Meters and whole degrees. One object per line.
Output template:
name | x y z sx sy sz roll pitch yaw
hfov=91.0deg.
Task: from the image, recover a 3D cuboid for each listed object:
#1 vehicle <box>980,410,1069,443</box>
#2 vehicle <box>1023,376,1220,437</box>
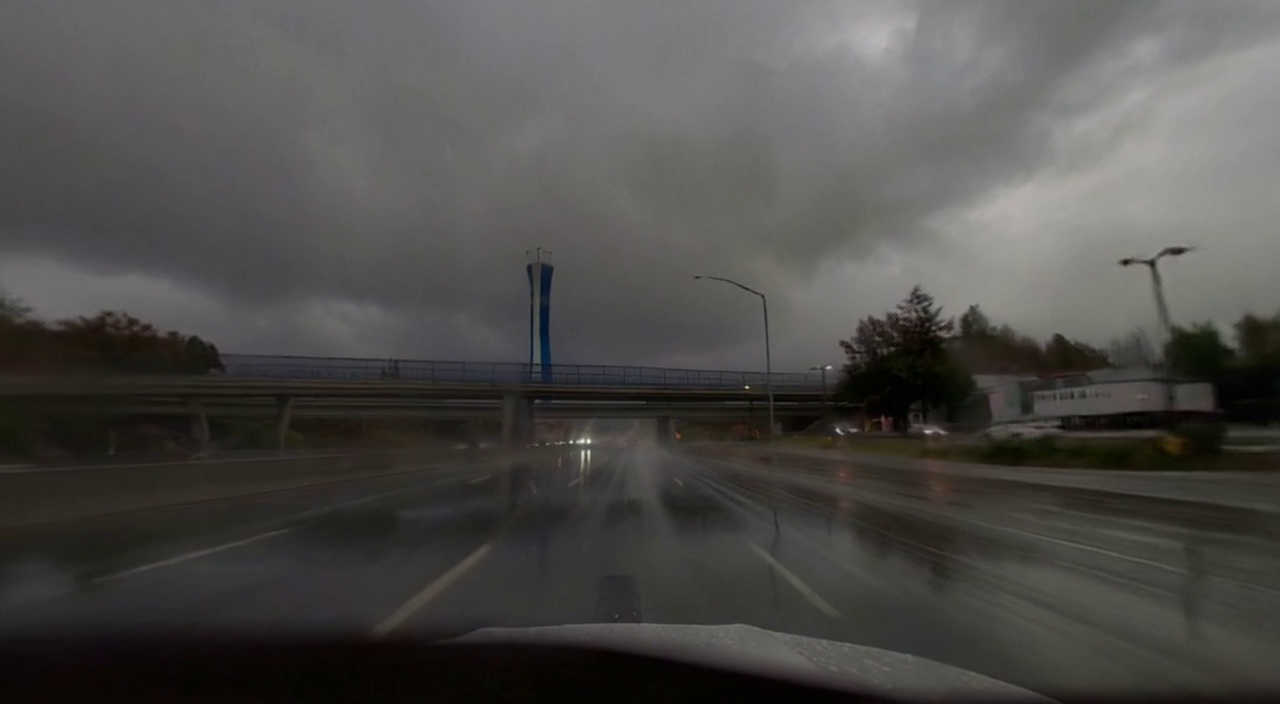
vehicle | 23.030 4.553 37.980 1.996 1.797 5.065 0 -8 -2
vehicle | 32.411 4.033 43.619 2.939 3.399 12.682 -3 -7 -4
